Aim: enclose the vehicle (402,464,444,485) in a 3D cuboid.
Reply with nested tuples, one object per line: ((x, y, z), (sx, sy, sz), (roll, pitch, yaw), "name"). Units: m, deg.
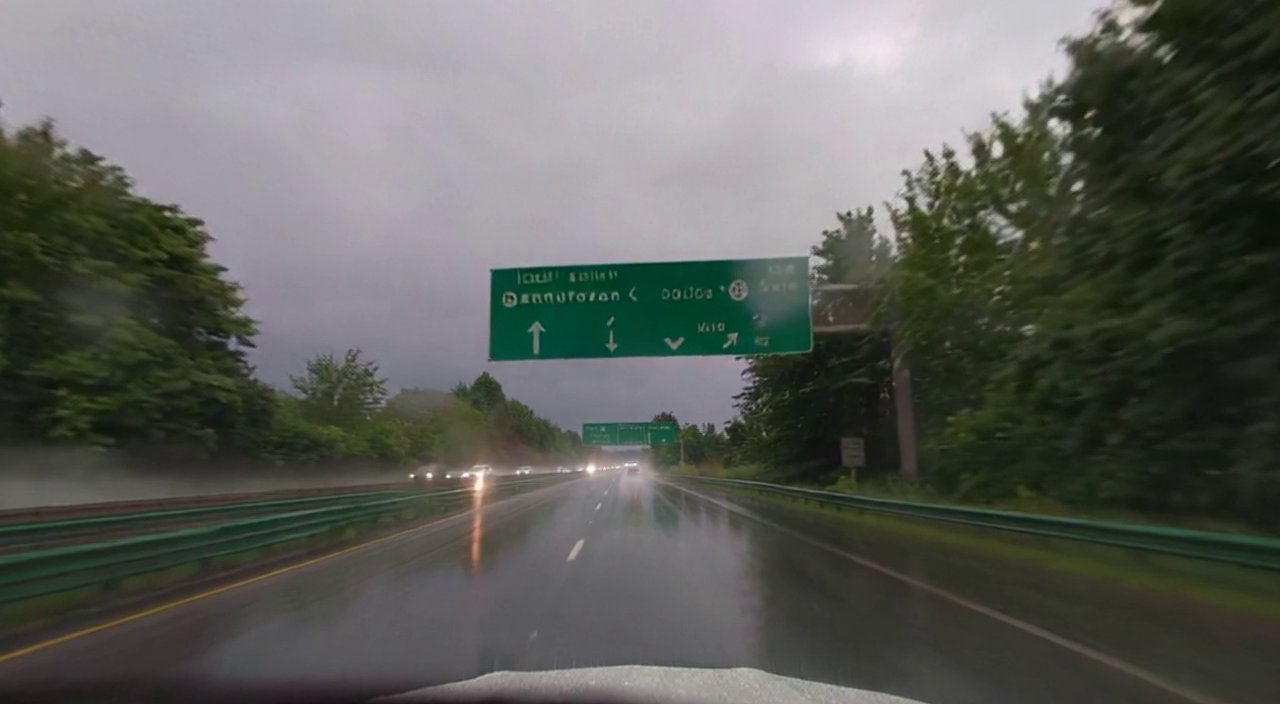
((-16.608, 9.383, 48.397), (1.773, 1.493, 4.313), (1, -11, -2), "vehicle")

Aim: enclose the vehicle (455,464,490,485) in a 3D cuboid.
((-12.466, 9.142, 47.030), (1.712, 1.420, 3.493), (1, -11, -1), "vehicle")
